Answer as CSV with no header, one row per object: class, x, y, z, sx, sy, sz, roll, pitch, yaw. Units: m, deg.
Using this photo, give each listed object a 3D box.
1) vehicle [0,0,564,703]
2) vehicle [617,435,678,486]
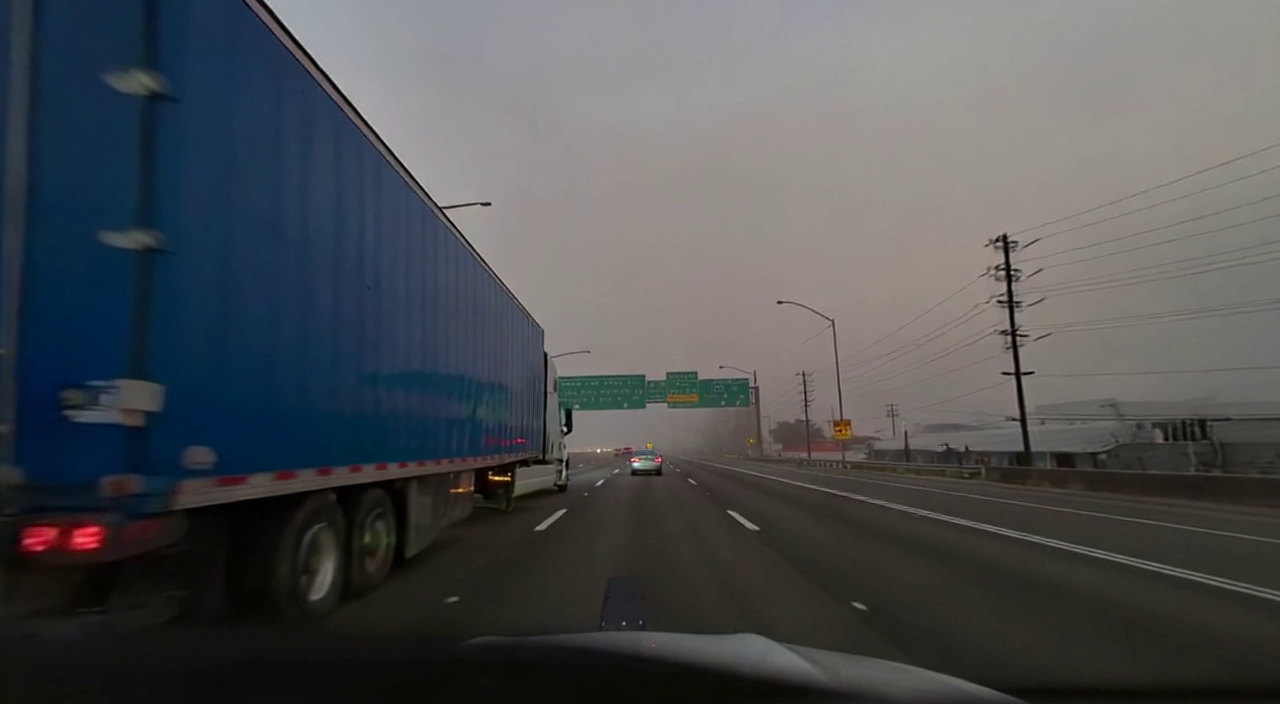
vehicle,-3.926,0.918,11.240,2.888,4.308,16.259,0,-8,1
vehicle,0.263,4.382,25.832,2.279,1.837,4.747,0,-8,0
